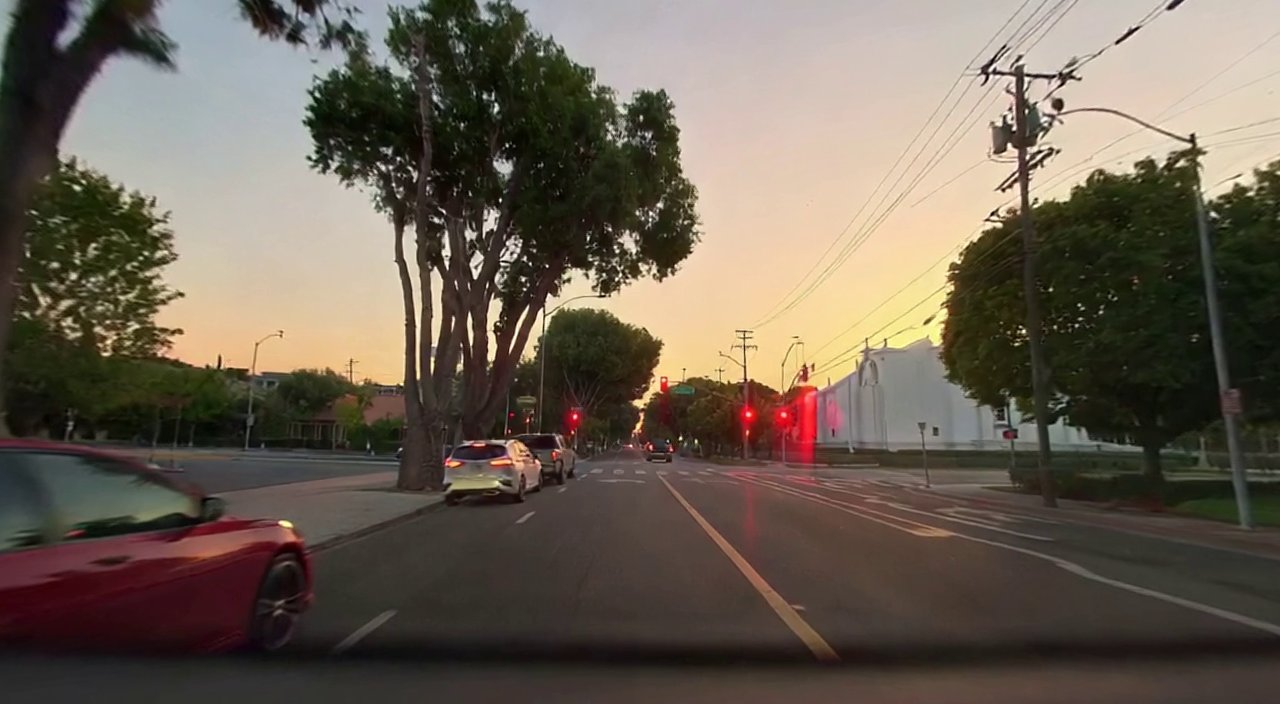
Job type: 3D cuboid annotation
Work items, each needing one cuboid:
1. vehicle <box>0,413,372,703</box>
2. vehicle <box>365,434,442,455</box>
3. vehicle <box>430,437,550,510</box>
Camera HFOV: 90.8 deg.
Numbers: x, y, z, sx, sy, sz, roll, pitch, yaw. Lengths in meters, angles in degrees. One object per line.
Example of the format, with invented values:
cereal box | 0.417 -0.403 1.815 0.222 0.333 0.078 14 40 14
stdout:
vehicle | -3.252 1.011 2.474 2.089 1.501 5.294 0 -9 0
vehicle | -16.807 6.601 45.066 4.718 1.497 2.032 0 -9 0
vehicle | -3.511 2.936 15.774 1.855 1.534 4.644 0 -9 0
